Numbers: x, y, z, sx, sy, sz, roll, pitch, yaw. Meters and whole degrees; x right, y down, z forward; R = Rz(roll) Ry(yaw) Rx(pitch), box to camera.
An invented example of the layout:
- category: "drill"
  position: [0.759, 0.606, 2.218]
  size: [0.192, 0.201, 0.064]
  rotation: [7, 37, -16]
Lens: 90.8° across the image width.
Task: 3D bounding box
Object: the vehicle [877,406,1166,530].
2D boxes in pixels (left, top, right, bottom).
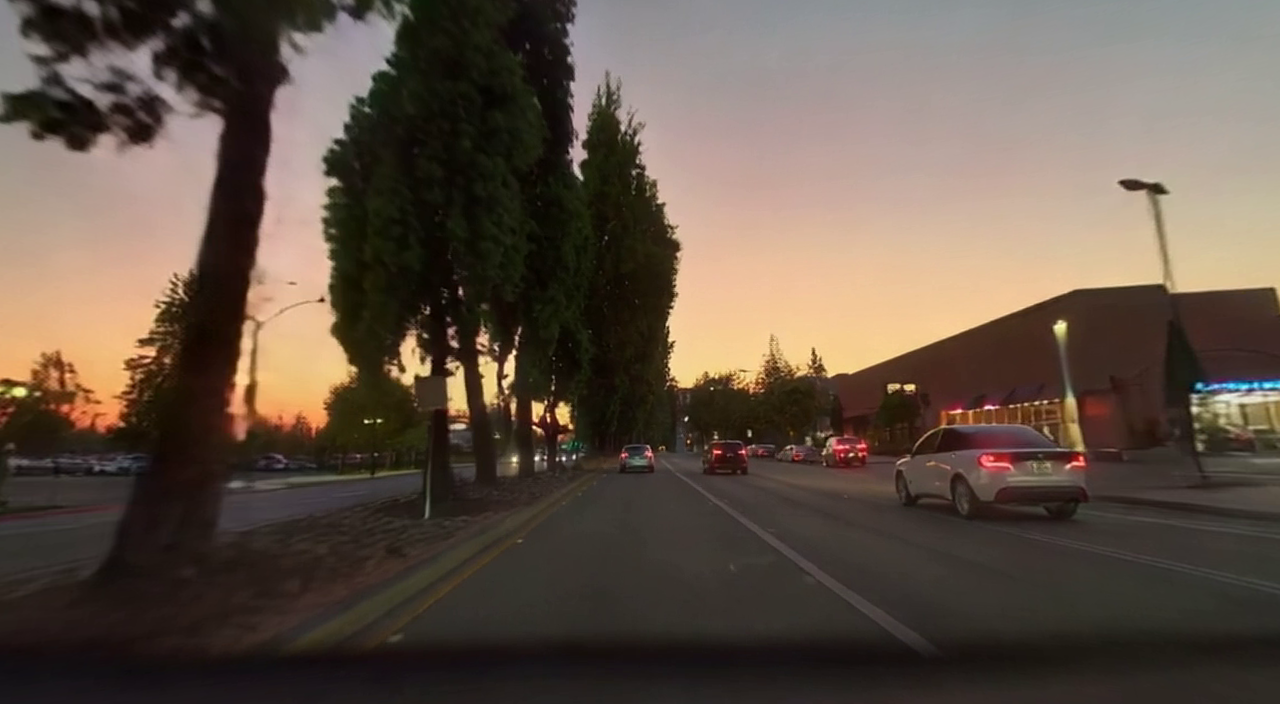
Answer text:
- category: "vehicle"
  position: [7.059, 2.239, 12.791]
  size: [2.240, 1.923, 5.678]
  rotation: [0, -8, -1]

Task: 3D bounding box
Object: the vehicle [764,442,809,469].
- category: "vehicle"
  position: [10.330, 7.291, 44.838]
  size: [1.988, 1.783, 5.324]
  rotation: [0, -8, 1]

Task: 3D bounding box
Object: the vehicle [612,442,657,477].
- category: "vehicle"
  position: [-0.267, 5.151, 30.492]
  size: [2.037, 1.568, 3.693]
  rotation: [0, -8, 0]

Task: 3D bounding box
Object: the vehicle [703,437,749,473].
- category: "vehicle"
  position: [4.716, 5.725, 35.296]
  size: [1.955, 1.845, 4.538]
  rotation: [0, -8, 1]
